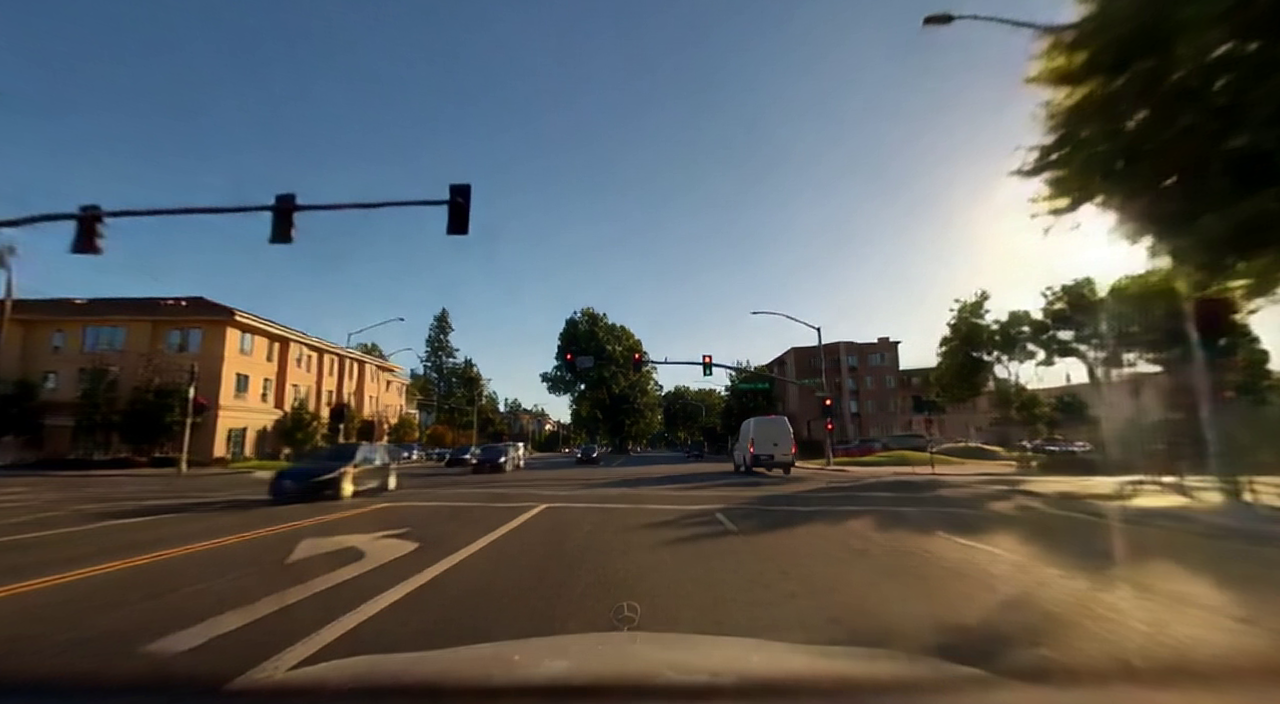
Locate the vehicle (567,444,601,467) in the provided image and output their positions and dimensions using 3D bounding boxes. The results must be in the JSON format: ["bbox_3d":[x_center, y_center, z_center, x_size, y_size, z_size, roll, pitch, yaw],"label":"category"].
[{"bbox_3d":[-3.986,7.445,45.442,2.003,1.539,4.396,-1,-8,1],"label":"vehicle"}]

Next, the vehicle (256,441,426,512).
[{"bbox_3d":[-7.265,3.037,15.944,1.986,1.481,4.602,0,-9,1],"label":"vehicle"}]

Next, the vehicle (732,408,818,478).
[{"bbox_3d":[6.801,4.766,32.877,2.802,3.208,7.459,0,-8,0],"label":"vehicle"}]

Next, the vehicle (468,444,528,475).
[{"bbox_3d":[-7.442,5.660,33.437,1.991,1.506,4.659,0,-9,1],"label":"vehicle"}]
